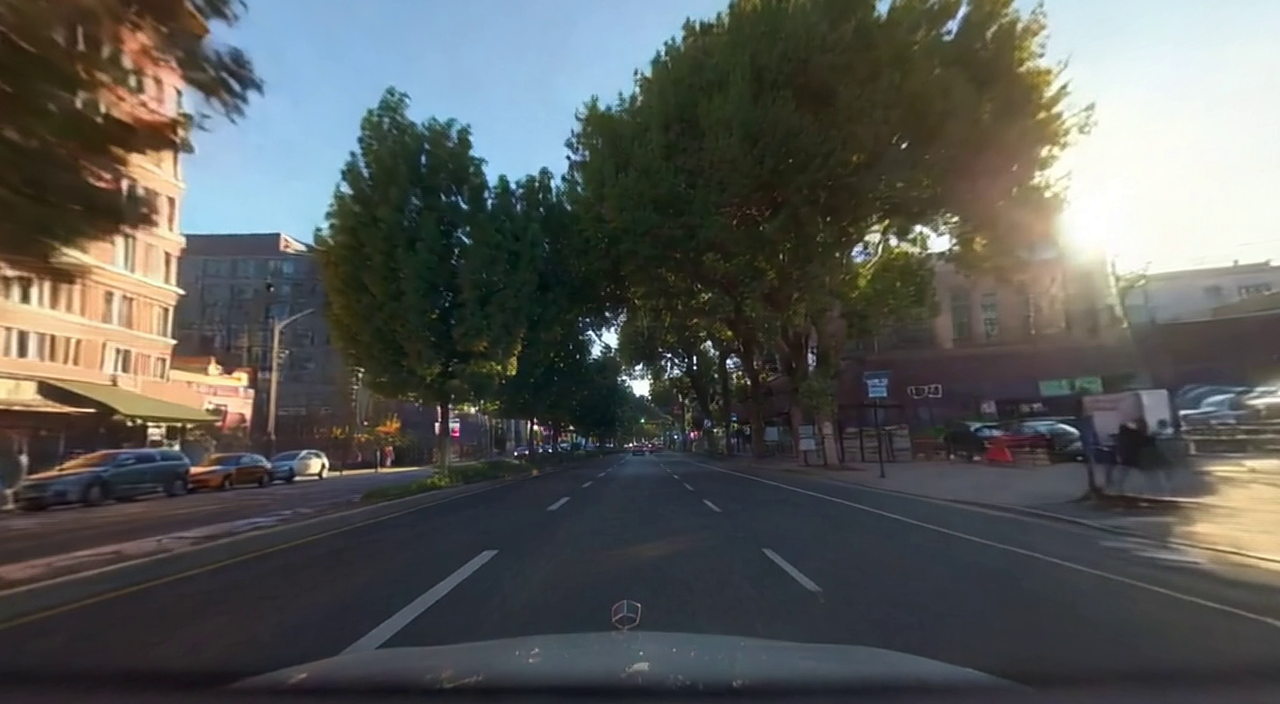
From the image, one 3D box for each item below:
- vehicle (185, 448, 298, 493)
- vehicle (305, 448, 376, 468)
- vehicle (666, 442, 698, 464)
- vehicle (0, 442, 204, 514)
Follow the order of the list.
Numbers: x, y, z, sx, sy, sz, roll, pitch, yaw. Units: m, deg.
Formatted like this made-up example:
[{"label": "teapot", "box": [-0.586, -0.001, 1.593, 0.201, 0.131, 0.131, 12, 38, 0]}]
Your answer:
[{"label": "vehicle", "box": [-15.600, 4.602, 25.027, 1.831, 1.599, 4.080, 0, -8, 0]}, {"label": "vehicle", "box": [-22.743, 8.059, 48.051, 4.420, 1.466, 2.016, -1, -8, 8]}, {"label": "vehicle", "box": [2.988, 7.283, 45.519, 1.945, 1.490, 3.817, 0, -8, -1]}, {"label": "vehicle", "box": [-15.384, 3.494, 18.180, 1.978, 1.760, 5.097, 0, -8, 1]}]
